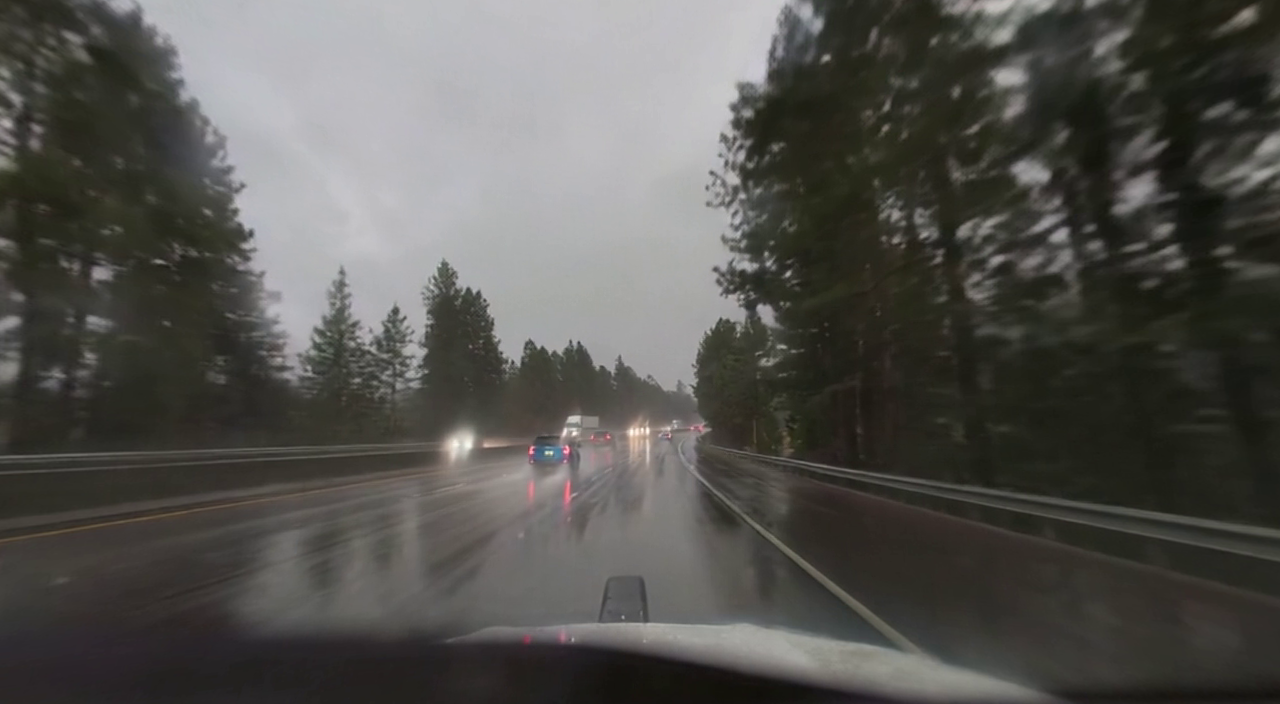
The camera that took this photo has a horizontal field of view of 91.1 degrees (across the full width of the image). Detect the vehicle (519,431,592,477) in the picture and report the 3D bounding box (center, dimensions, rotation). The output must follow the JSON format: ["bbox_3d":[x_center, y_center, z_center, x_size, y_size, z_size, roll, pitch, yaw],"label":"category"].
[{"bbox_3d":[-3.114,3.890,24.214,2.053,1.589,4.671,0,-8,2],"label":"vehicle"}]

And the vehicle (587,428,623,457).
[{"bbox_3d":[-2.666,7.012,48.580,2.241,2.095,4.985,-1,-8,3],"label":"vehicle"}]
